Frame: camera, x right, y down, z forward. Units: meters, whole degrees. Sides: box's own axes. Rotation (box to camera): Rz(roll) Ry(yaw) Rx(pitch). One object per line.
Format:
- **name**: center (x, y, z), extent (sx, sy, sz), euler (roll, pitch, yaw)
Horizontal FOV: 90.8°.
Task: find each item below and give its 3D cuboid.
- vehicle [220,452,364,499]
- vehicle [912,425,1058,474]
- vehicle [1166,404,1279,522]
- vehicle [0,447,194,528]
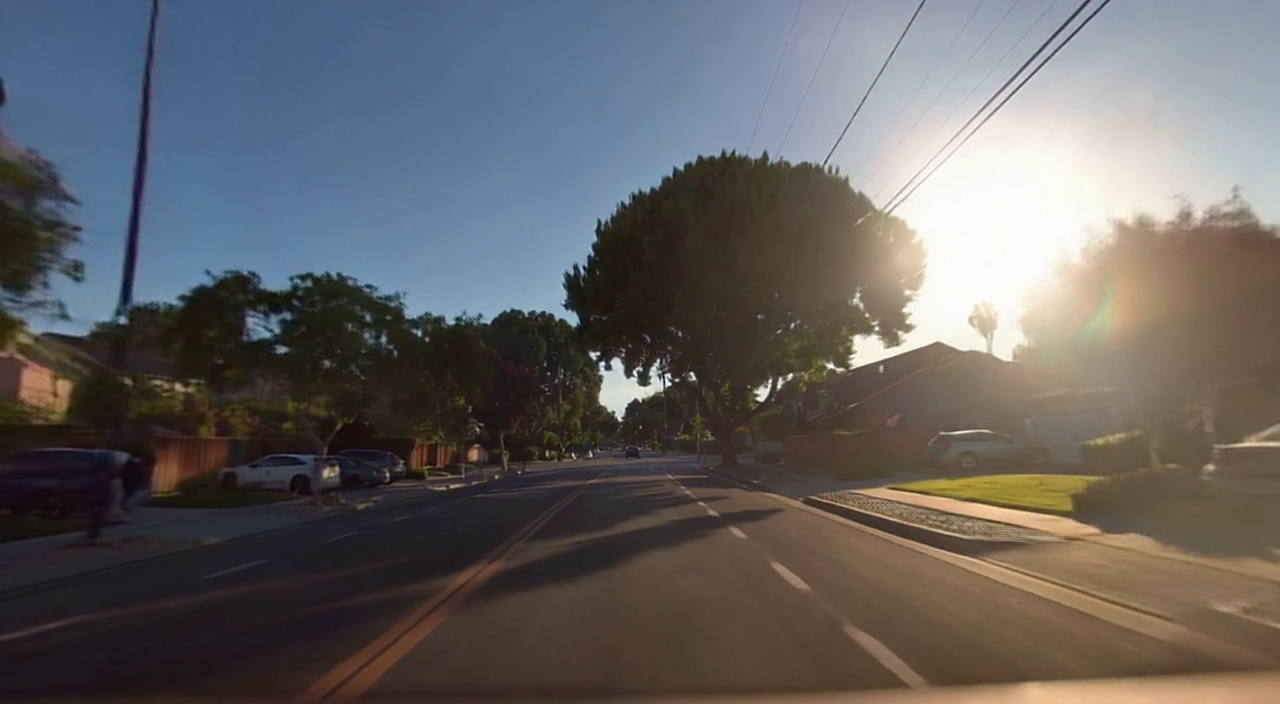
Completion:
- **vehicle**: center (-12.349, 4.380, 22.634), extent (3.927, 1.560, 2.049), euler (0, -9, 0)
- **vehicle**: center (13.187, 3.727, 24.280), extent (4.653, 1.775, 1.906), euler (1, -9, -10)
- **vehicle**: center (10.808, 1.580, 9.135), extent (4.908, 1.537, 2.065), euler (1, -9, -9)
- **vehicle**: center (-12.902, 2.963, 14.130), extent (4.207, 1.648, 1.956), euler (1, -9, -6)
